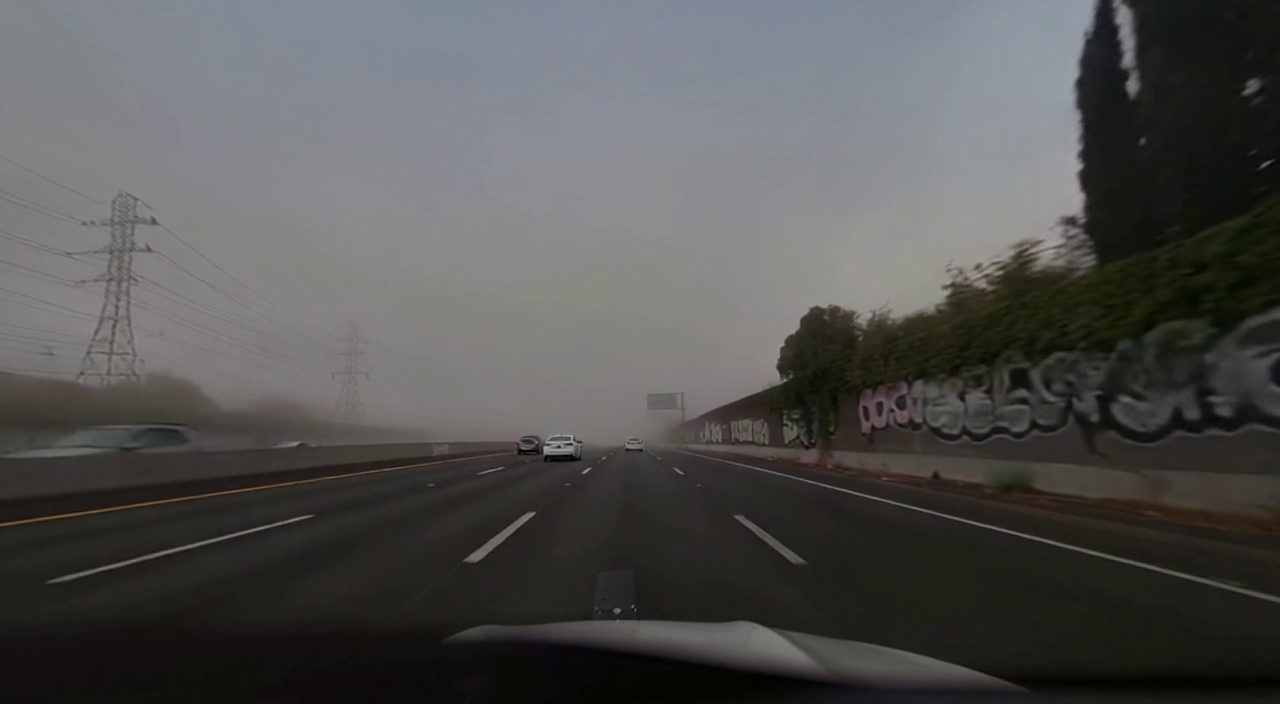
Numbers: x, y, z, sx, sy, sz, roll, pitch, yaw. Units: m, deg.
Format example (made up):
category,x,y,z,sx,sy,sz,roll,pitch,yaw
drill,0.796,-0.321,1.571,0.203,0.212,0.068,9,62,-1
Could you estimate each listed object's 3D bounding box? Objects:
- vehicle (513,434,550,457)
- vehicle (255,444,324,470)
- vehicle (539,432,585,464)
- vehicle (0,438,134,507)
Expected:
category,x,y,z,sx,sy,sz,roll,pitch,yaw
vehicle,-8.157,7.059,47.590,2.033,1.615,4.168,0,-8,0
vehicle,-21.161,6.322,38.256,1.787,1.436,4.133,0,-8,0
vehicle,-4.301,5.343,35.274,2.118,1.640,4.031,0,-8,0
vehicle,-15.624,2.994,16.137,1.929,1.531,4.100,0,-8,-1
